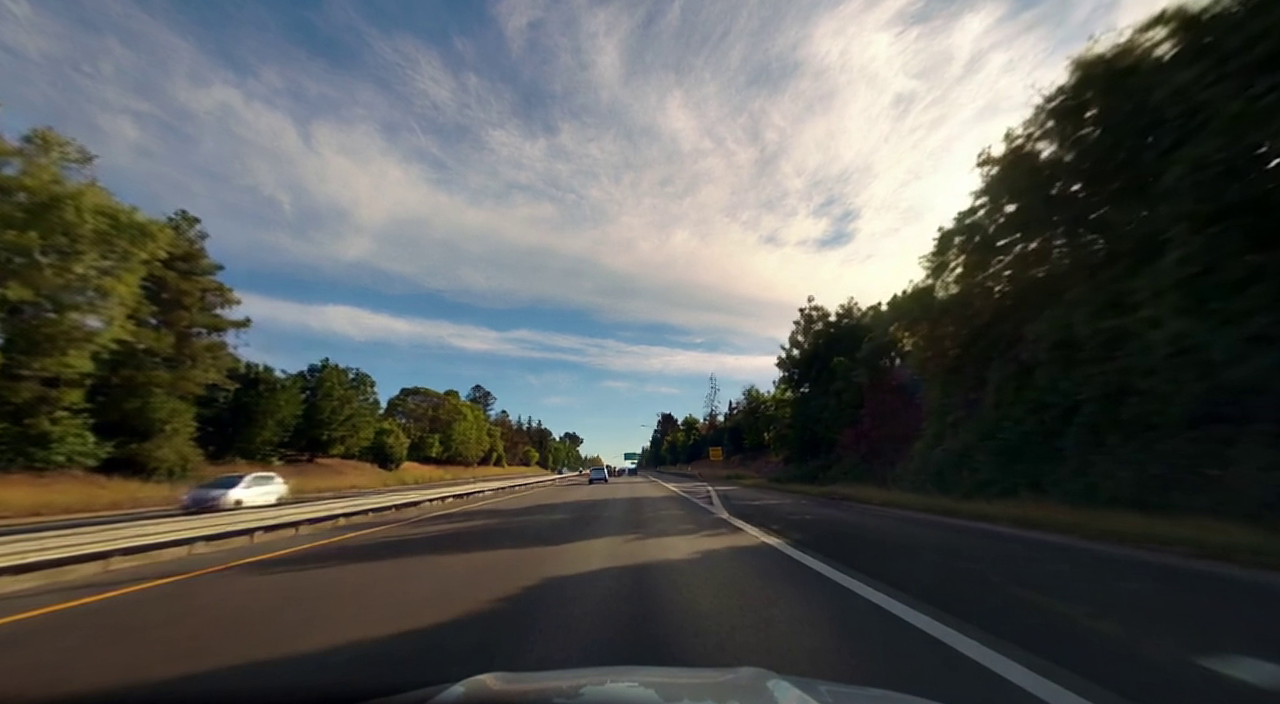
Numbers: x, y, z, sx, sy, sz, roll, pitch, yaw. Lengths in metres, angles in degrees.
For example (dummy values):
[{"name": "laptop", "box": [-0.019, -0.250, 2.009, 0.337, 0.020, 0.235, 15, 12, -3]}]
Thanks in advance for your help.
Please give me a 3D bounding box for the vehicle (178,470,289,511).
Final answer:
[{"name": "vehicle", "box": [-16.114, 5.485, 25.239, 1.725, 1.427, 3.999, 1, -10, 0]}]
